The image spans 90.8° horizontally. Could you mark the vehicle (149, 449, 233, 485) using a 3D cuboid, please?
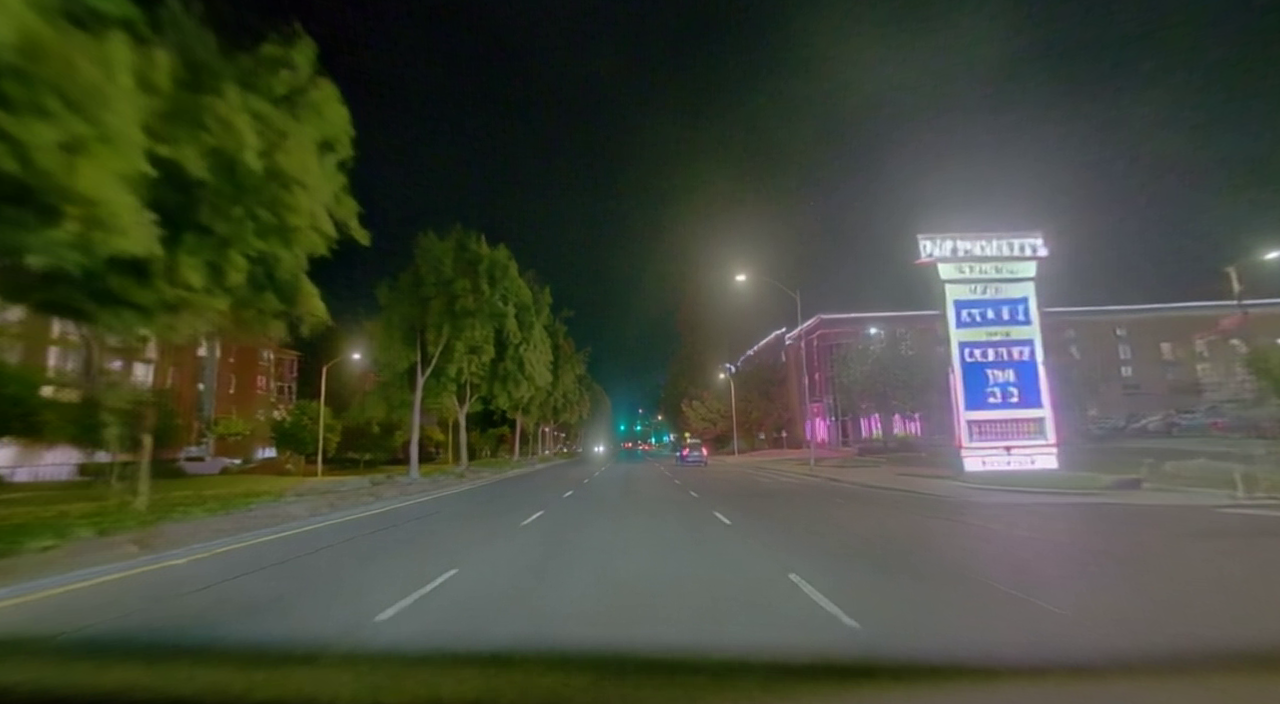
[{"bbox_3d":[-35.206,8.986,49.800,2.182,2.543,6.006,0,-8,0],"label":"vehicle"}]

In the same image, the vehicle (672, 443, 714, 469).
[{"bbox_3d":[3.177,6.350,38.744,2.033,1.482,4.571,0,-8,-2],"label":"vehicle"}]

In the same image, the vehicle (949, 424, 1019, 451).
[{"bbox_3d":[21.793,5.461,40.234,1.911,1.604,4.411,0,-8,-1],"label":"vehicle"}]

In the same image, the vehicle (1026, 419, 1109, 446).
[{"bbox_3d":[27.601,5.175,41.018,2.037,1.633,4.447,1,-7,-5],"label":"vehicle"}]
